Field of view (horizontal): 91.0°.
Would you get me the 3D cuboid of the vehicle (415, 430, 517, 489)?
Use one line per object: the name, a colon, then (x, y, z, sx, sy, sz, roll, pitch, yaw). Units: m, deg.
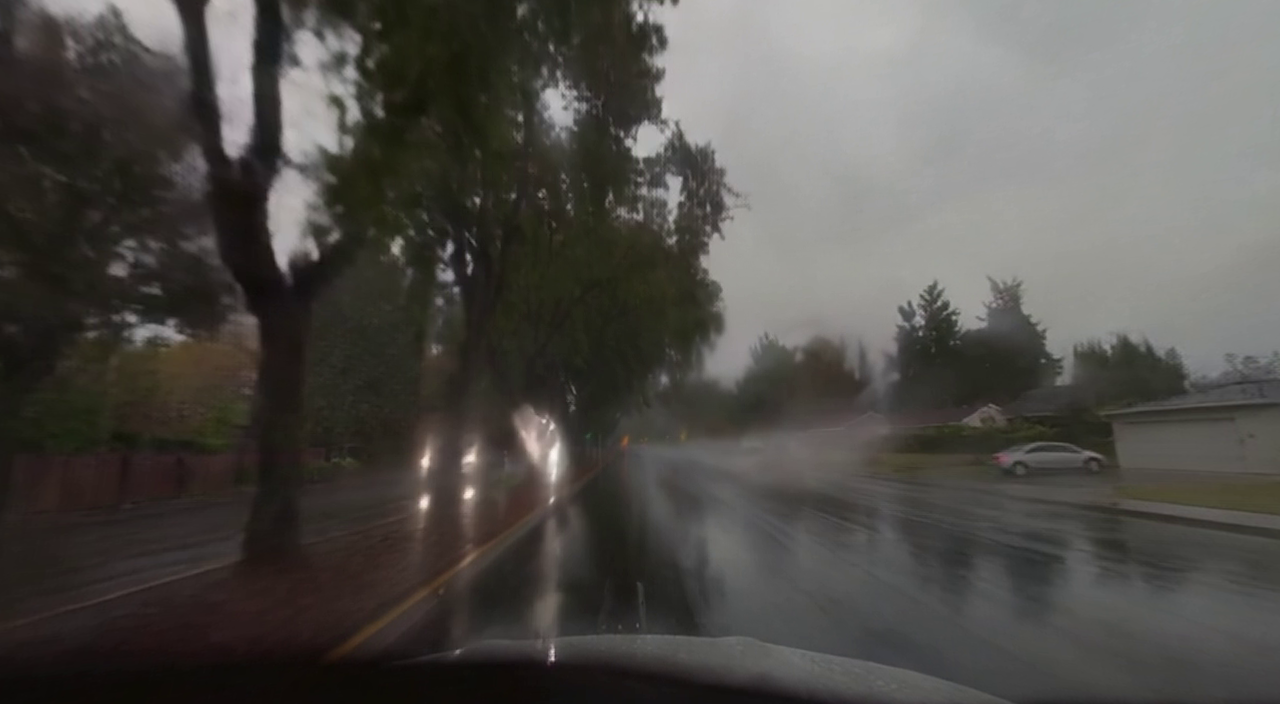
vehicle: (-5.989, 3.754, 22.324, 2.071, 1.823, 4.799, -1, -8, 2)

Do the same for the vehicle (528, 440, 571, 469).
vehicle: (-5.313, 6.042, 37.329, 1.935, 1.521, 4.314, -1, -8, 0)

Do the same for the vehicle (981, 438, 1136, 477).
vehicle: (15.541, 3.928, 23.544, 4.500, 1.390, 1.864, 0, -8, -2)
